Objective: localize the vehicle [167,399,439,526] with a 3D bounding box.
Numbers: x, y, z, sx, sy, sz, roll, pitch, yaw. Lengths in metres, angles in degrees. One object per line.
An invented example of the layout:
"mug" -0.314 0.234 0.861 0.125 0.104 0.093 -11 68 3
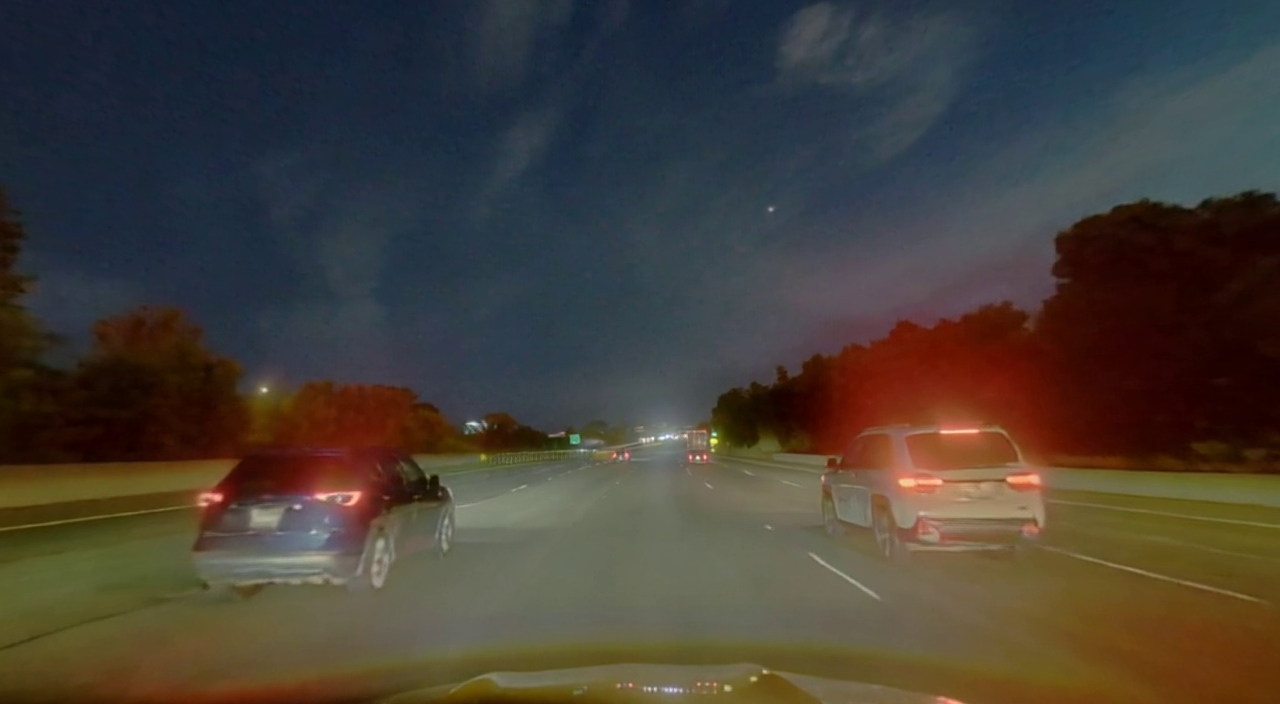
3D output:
"vehicle" -6.417 2.247 13.243 2.383 2.048 5.875 0 -9 1

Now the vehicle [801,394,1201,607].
"vehicle" 3.548 1.559 7.487 2.075 1.743 4.410 0 -9 -1
